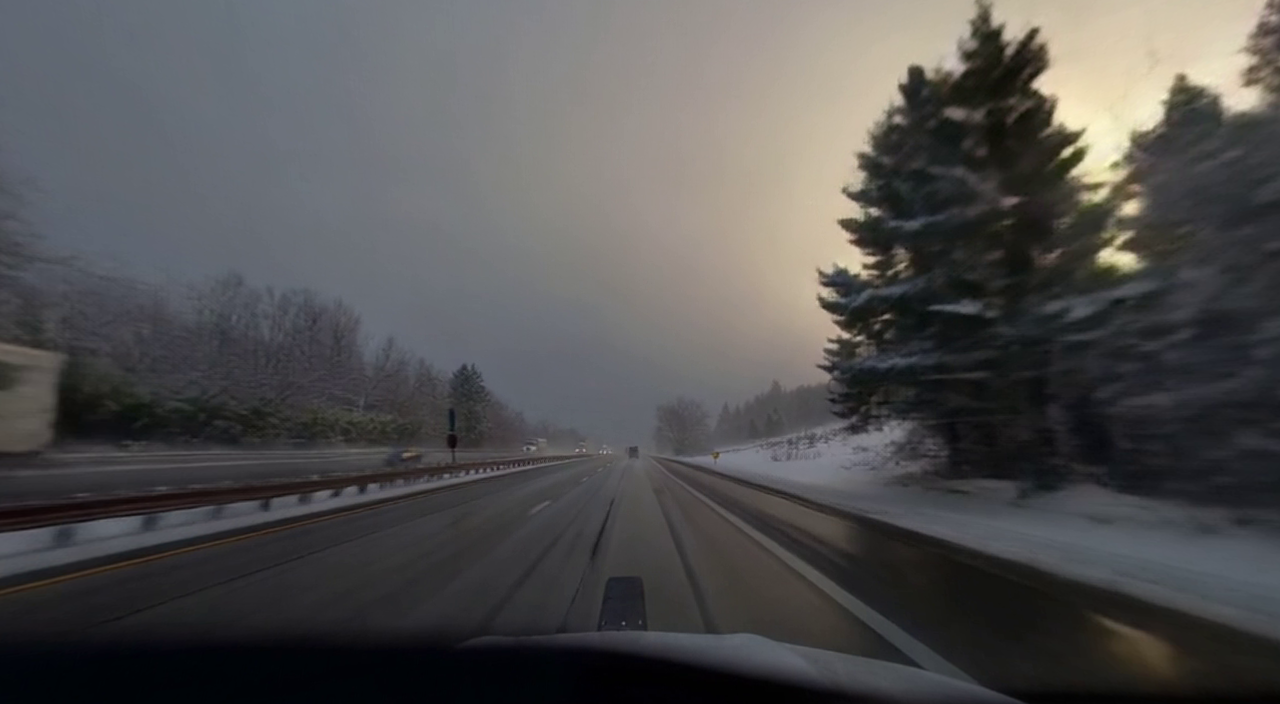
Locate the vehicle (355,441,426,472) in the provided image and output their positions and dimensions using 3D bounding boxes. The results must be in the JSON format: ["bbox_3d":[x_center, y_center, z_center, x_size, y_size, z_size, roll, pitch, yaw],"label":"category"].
[{"bbox_3d":[-12.329,5.194,31.432,1.925,1.459,3.959,0,-9,-1],"label":"vehicle"}]
